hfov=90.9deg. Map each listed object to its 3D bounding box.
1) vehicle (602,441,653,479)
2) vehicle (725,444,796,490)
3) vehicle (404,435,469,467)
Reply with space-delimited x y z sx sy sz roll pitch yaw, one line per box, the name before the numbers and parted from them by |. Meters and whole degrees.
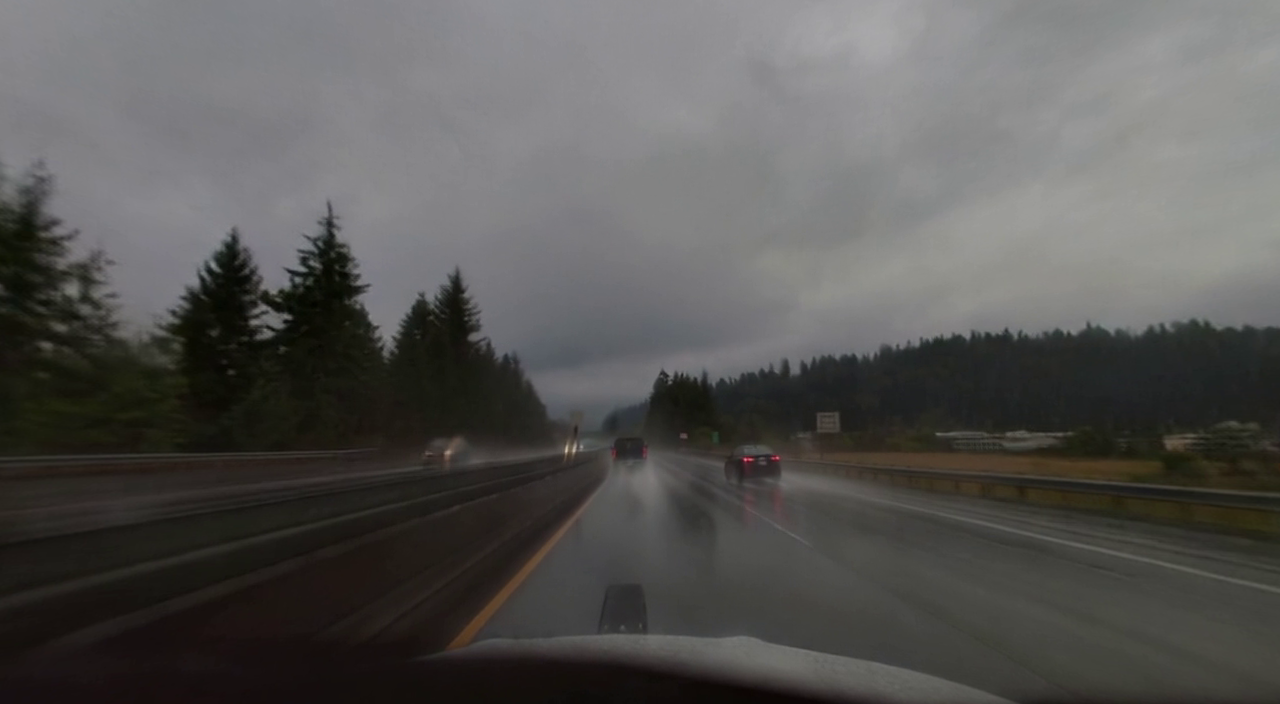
vehicle | -0.538 4.850 28.406 2.120 1.575 4.018 0 -9 0
vehicle | 4.142 3.988 22.152 1.757 1.459 3.398 0 -9 -1
vehicle | -11.346 5.583 35.507 2.192 1.677 4.473 0 -9 0
